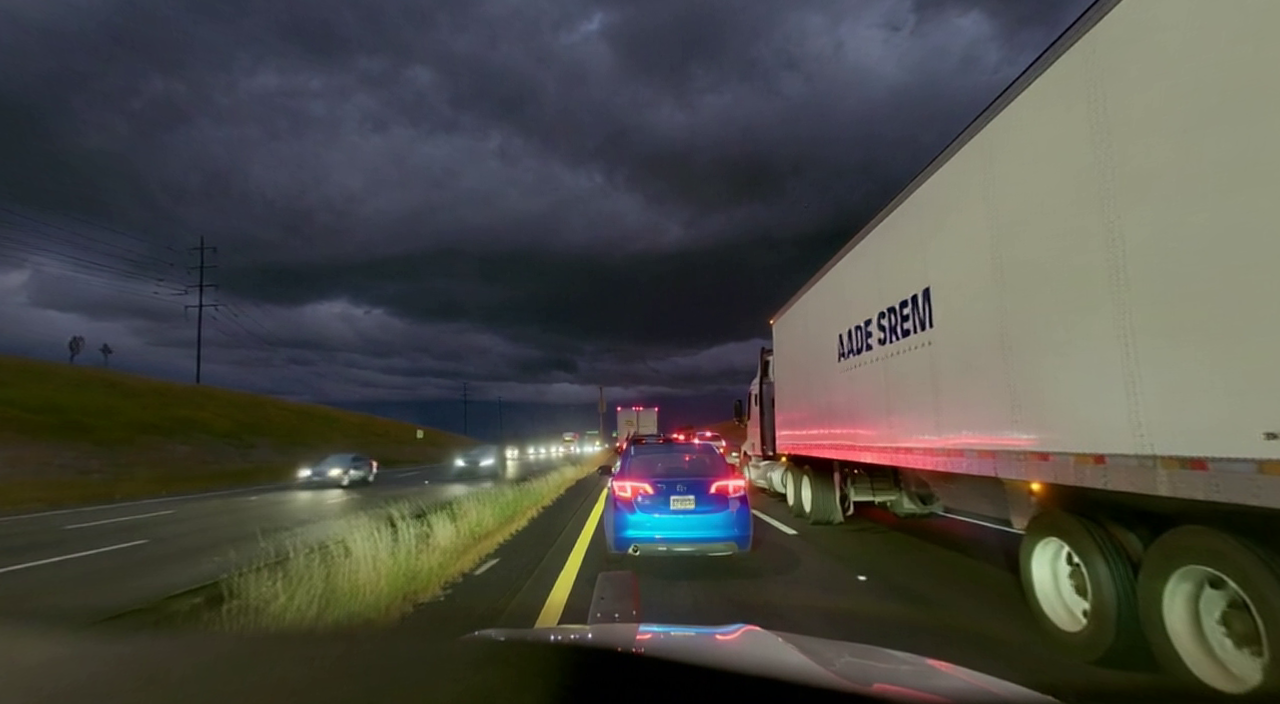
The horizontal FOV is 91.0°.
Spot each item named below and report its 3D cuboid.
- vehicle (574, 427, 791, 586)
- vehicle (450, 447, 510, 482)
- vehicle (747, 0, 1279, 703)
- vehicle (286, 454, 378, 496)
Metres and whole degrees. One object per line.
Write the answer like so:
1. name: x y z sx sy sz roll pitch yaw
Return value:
1. vehicle: 0.329 1.712 7.796 2.045 1.446 3.597 0 -8 -2
2. vehicle: -8.139 5.725 32.404 1.991 1.629 4.259 -1 -8 0
3. vehicle: 4.146 0.248 6.627 3.138 4.065 14.276 0 -8 -1
4. vehicle: -12.238 4.887 25.295 1.795 1.441 3.759 -1 -8 0
